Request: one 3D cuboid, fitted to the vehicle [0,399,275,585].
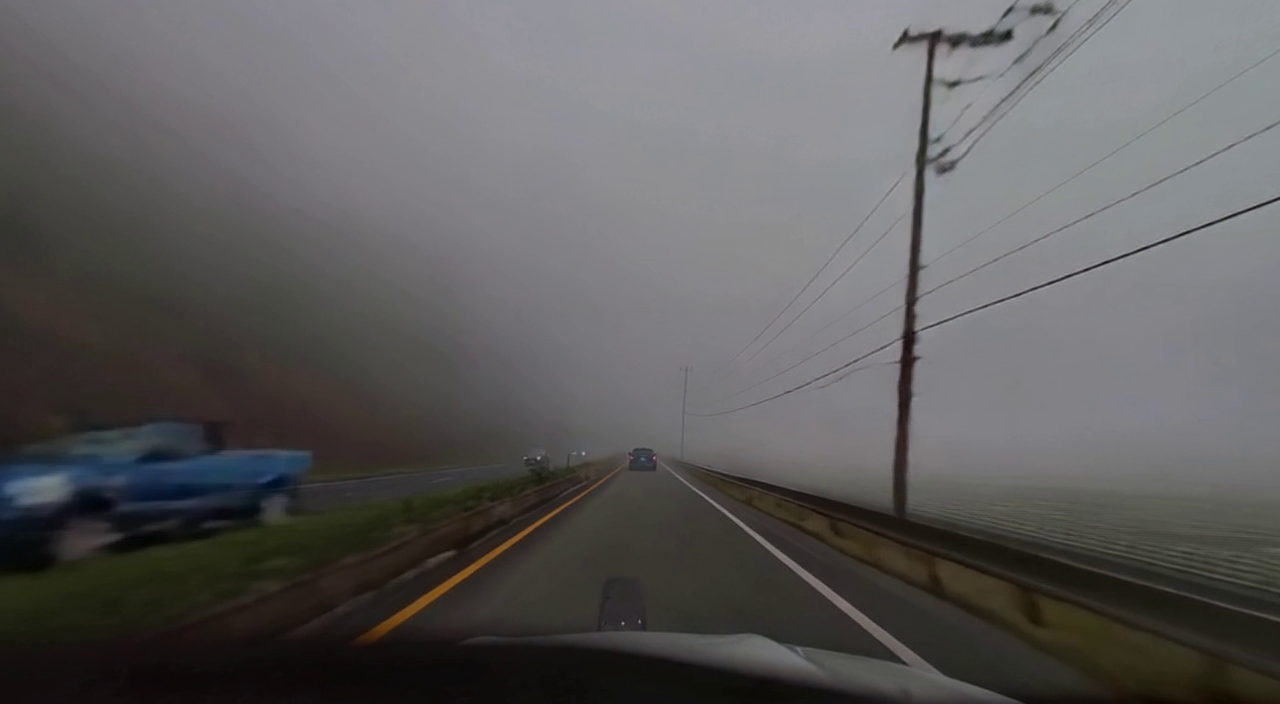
[{"bbox_3d":[-7.111,1.661,8.072,2.145,1.740,4.433,0,-9,0],"label":"vehicle"}]

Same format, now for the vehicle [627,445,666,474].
[{"bbox_3d":[0.320,5.920,34.912,2.080,1.486,3.813,0,-9,-1],"label":"vehicle"}]
